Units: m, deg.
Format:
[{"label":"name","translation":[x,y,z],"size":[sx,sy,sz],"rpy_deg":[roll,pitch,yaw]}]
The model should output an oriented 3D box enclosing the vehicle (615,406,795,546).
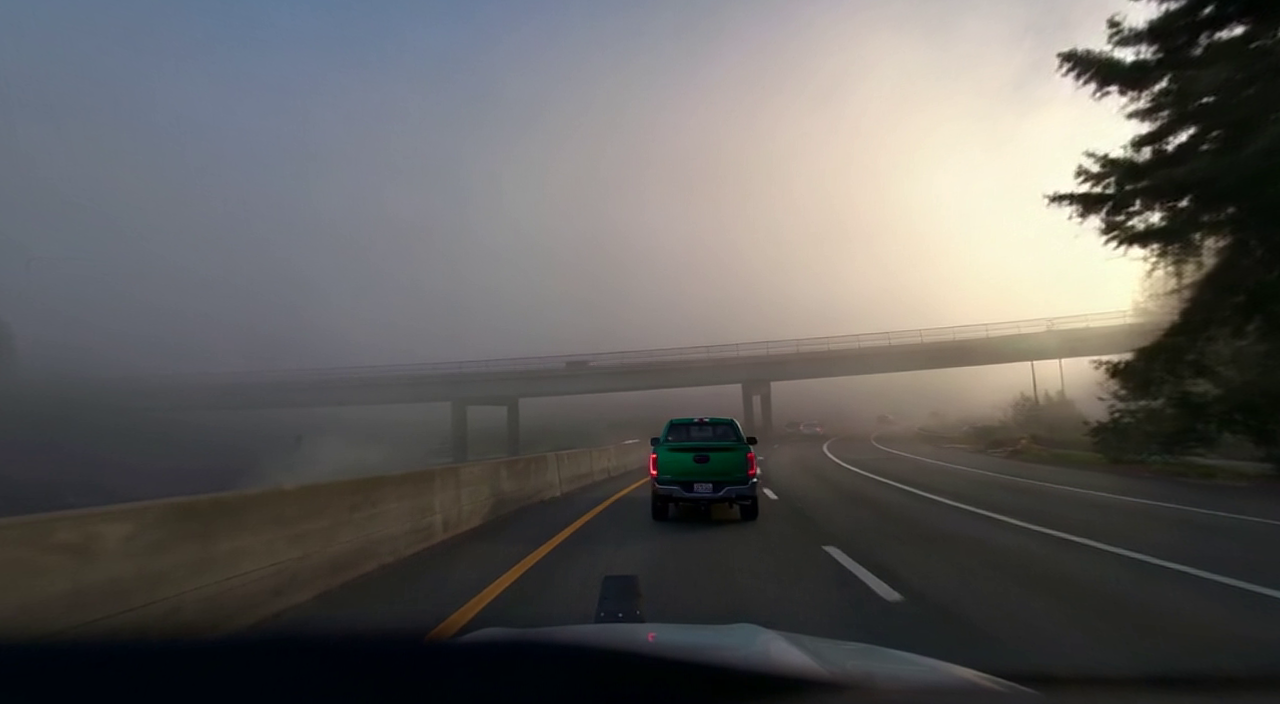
[{"label":"vehicle","translation":[1.003,1.879,10.163],"size":[2.235,1.716,4.435],"rpy_deg":[-1,-9,5]}]
